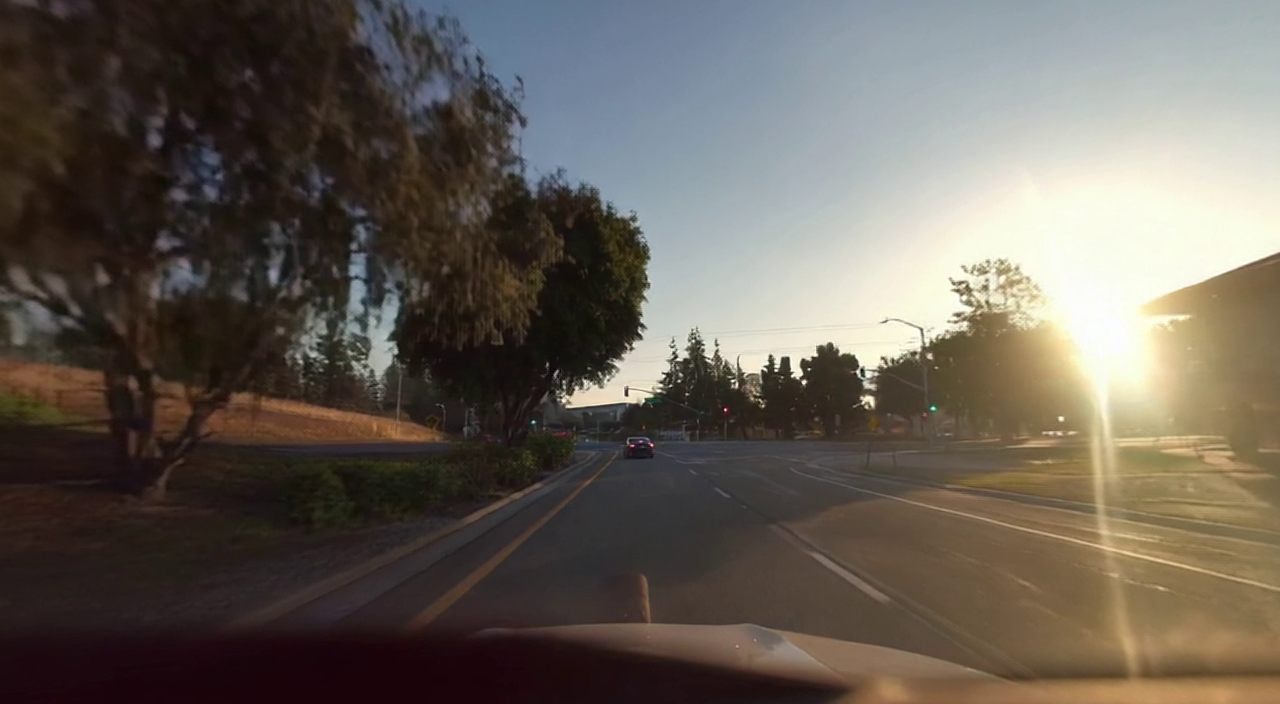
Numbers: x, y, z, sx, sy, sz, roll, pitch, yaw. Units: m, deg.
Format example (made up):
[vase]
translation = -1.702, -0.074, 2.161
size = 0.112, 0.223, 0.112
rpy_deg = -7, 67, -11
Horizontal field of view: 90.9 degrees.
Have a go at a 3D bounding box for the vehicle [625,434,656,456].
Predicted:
[vehicle]
translation = -0.017, 6.416, 43.621
size = 2.056, 1.473, 4.380
rpy_deg = 0, -8, -1
